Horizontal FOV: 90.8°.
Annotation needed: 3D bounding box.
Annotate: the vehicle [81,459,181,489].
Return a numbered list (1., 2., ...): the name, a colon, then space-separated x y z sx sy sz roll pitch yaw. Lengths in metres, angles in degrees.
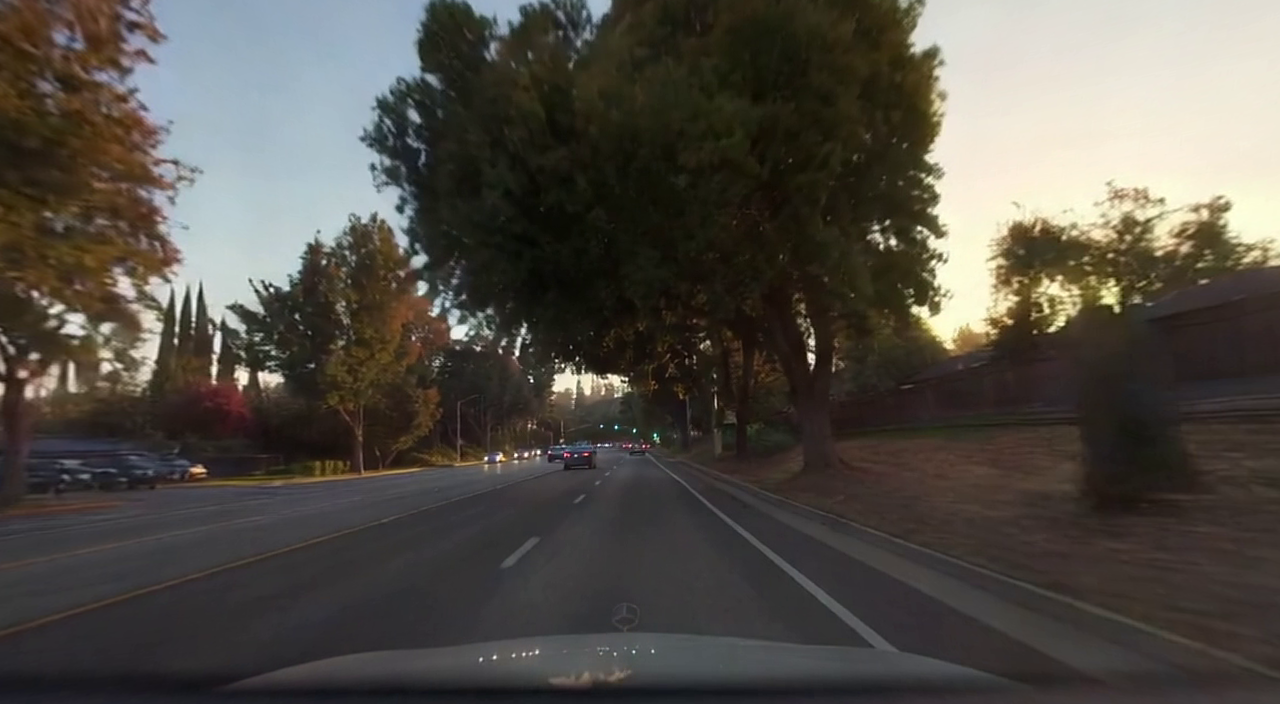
1. vehicle: -27.588 6.602 34.319 3.641 1.519 2.003 0 -8 0

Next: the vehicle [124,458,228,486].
1. vehicle: -27.502 7.095 37.569 4.560 1.541 2.051 0 -8 1

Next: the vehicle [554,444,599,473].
1. vehicle: -3.309 5.630 33.728 1.992 1.447 4.044 0 -8 0

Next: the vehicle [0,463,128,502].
1. vehicle: -24.738 5.449 26.494 4.743 1.482 2.164 -1 -8 3
